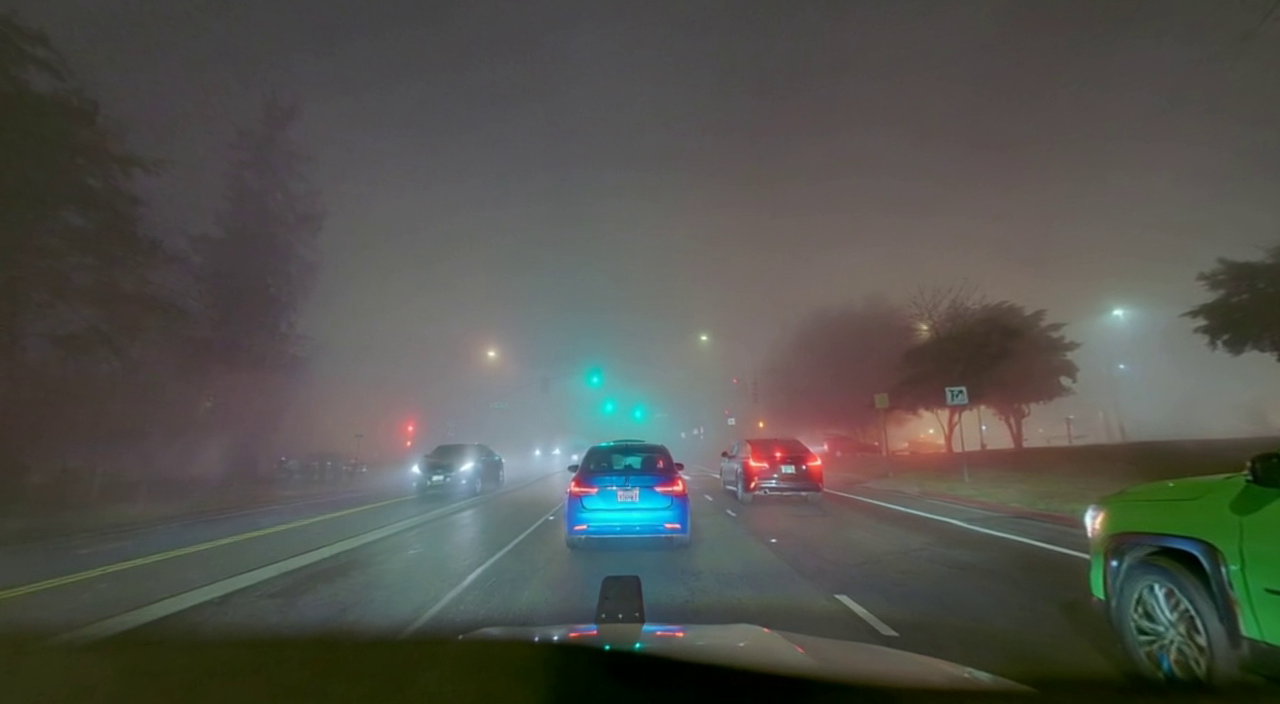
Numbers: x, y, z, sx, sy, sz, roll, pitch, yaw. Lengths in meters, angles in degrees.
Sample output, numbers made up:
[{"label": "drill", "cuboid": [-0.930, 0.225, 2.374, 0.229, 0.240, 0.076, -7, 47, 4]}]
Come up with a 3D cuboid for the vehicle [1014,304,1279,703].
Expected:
[{"label": "vehicle", "cuboid": [3.336, 0.619, 1.636, 2.006, 1.766, 4.345, 0, -8, 0]}]

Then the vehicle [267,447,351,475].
[{"label": "vehicle", "cuboid": [-19.826, 6.537, 38.005, 3.957, 1.630, 1.881, 0, -8, 0]}]

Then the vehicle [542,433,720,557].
[{"label": "vehicle", "cuboid": [-0.158, 2.069, 9.920, 2.186, 1.500, 4.141, 0, -8, -1]}]

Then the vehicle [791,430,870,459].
[{"label": "vehicle", "cuboid": [12.029, 5.892, 40.183, 4.318, 1.729, 2.063, 0, -8, 0]}]

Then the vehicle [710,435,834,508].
[{"label": "vehicle", "cuboid": [3.029, 2.841, 15.550, 1.971, 1.517, 4.521, 0, -8, -1]}]

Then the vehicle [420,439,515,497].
[{"label": "vehicle", "cuboid": [-5.533, 3.753, 20.917, 2.058, 1.695, 4.319, 0, -8, -2]}]
